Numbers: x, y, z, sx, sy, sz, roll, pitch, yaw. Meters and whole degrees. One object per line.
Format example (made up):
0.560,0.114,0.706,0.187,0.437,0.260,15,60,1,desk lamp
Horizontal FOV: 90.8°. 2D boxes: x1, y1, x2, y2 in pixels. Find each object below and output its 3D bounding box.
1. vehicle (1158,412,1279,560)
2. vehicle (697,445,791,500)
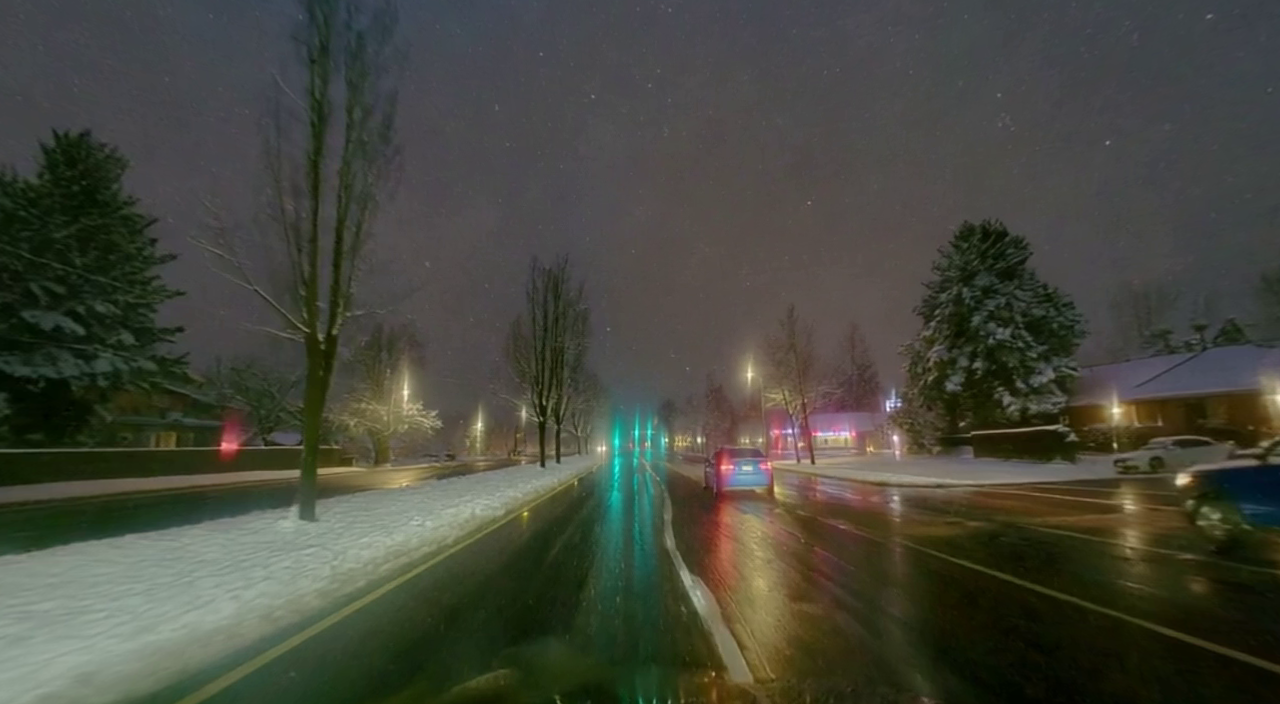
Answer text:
9.738,1.578,7.094,2.651,1.914,5.992,0,-9,-1,vehicle
2.900,3.467,18.678,1.929,1.411,4.284,0,-9,-2,vehicle
